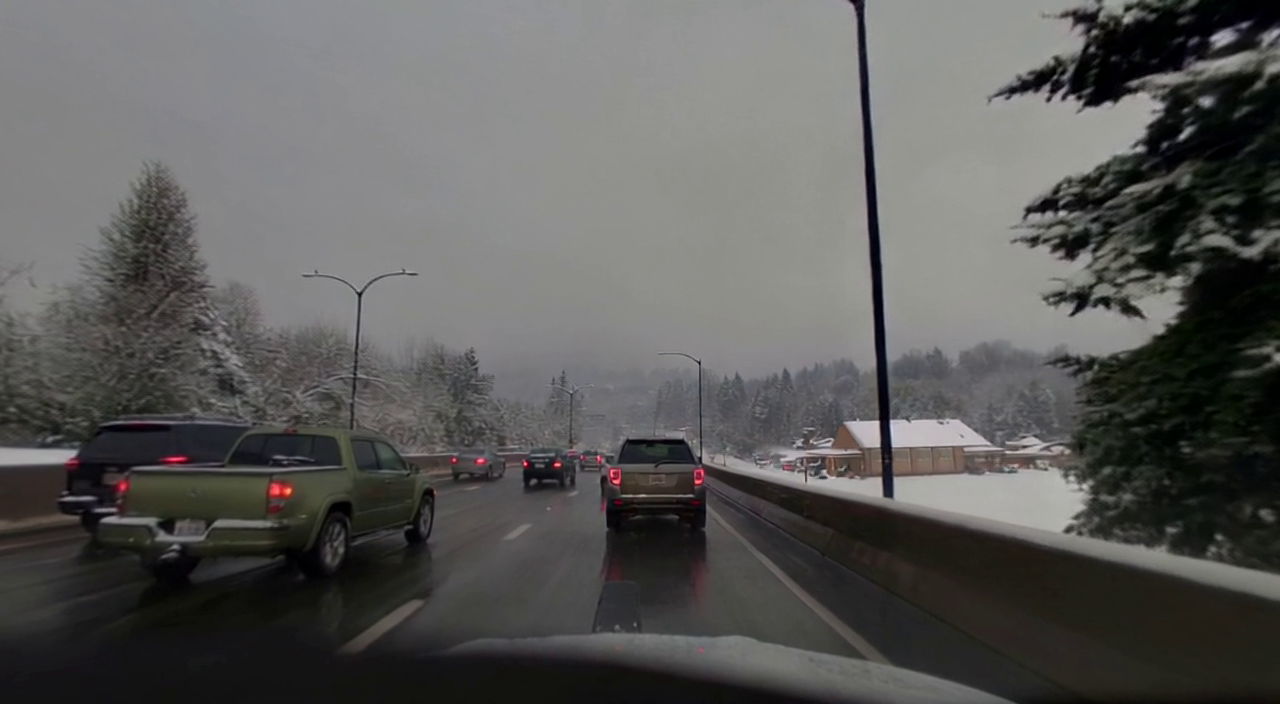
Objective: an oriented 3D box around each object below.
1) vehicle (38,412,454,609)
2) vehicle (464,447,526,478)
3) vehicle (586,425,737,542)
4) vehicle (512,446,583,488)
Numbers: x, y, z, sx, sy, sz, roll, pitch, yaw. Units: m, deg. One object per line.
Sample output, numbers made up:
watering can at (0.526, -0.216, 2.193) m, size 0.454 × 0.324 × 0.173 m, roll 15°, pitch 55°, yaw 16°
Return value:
vehicle at (-4.105, 1.706, 7.742) m, size 2.076 × 1.688 × 4.334 m, roll -1°, pitch -9°, yaw 4°
vehicle at (-7.260, 5.576, 32.106) m, size 1.856 × 1.459 × 4.251 m, roll -1°, pitch -9°, yaw 4°
vehicle at (0.367, 2.302, 11.689) m, size 2.235 × 1.716 × 4.435 m, roll 0°, pitch -9°, yaw 1°
vehicle at (-3.480, 4.415, 24.562) m, size 1.868 × 1.470 × 4.105 m, roll -1°, pitch -9°, yaw 4°
